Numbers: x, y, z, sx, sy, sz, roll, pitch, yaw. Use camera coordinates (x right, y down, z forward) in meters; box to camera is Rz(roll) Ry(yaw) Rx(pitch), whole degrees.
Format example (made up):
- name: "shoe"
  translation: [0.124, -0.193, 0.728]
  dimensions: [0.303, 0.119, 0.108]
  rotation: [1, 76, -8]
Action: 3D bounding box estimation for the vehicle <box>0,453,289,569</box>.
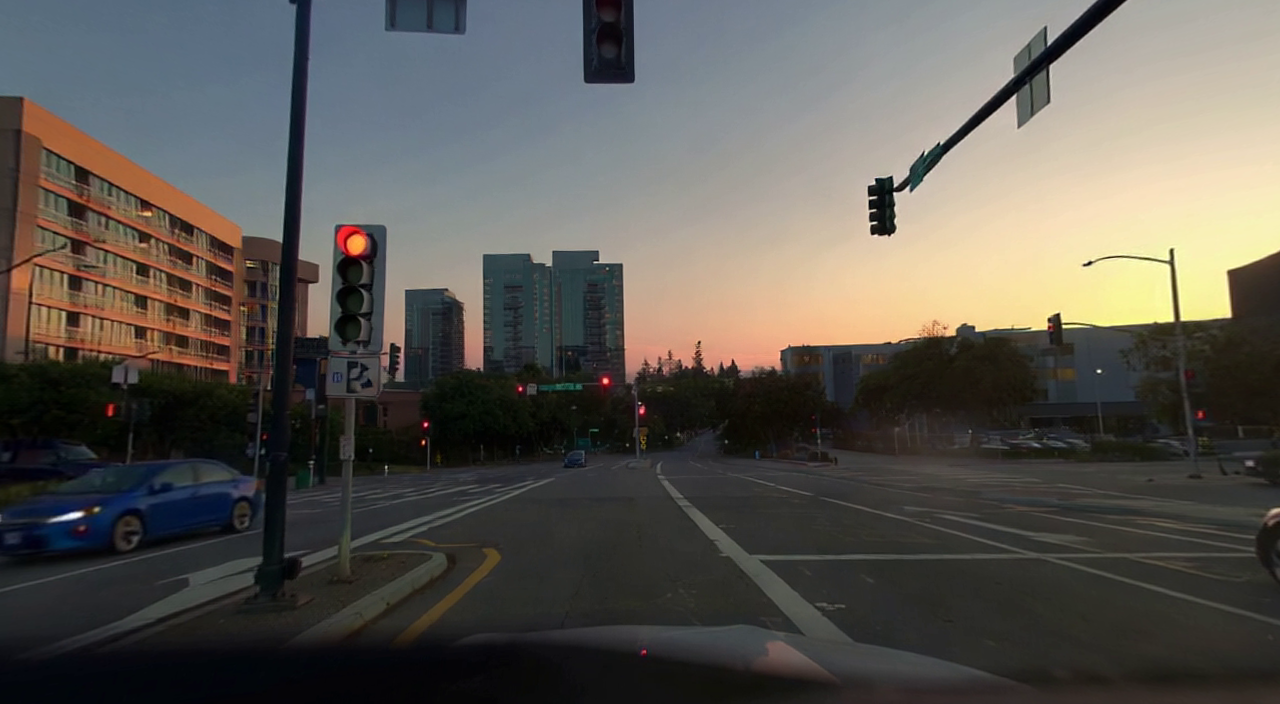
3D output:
- name: "vehicle"
  translation: [-8.800, 2.639, 11.264]
  dimensions: [1.970, 1.578, 4.470]
  rotation: [-2, -9, 7]
